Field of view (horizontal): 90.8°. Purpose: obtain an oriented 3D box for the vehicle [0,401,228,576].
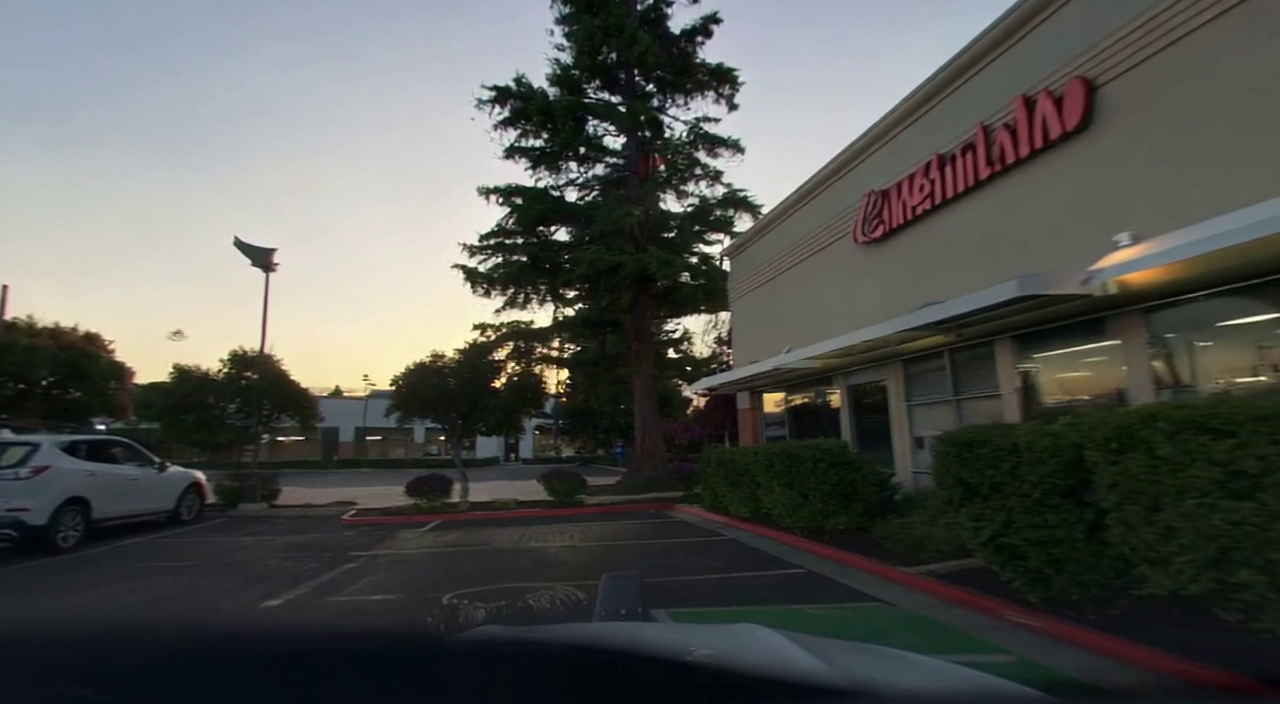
[{"bbox_3d":[-9.556,2.146,10.720,2.200,2.257,5.237,1,-9,-9],"label":"vehicle"}]
